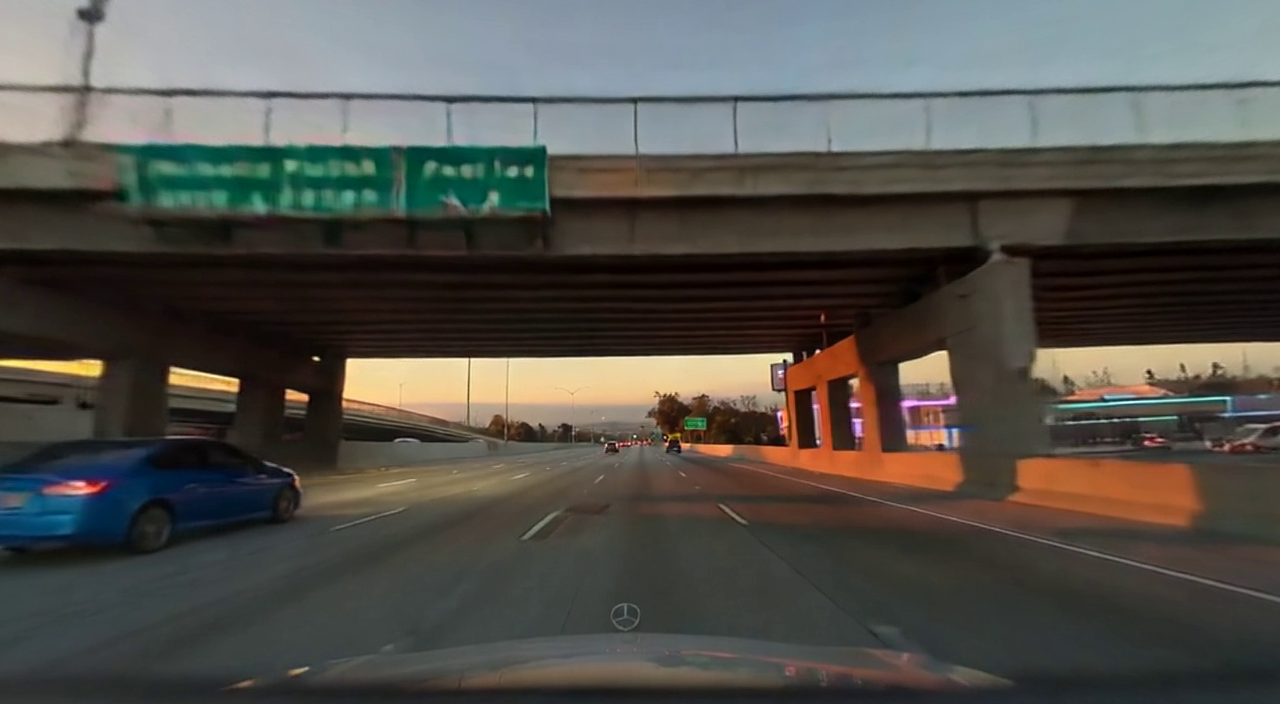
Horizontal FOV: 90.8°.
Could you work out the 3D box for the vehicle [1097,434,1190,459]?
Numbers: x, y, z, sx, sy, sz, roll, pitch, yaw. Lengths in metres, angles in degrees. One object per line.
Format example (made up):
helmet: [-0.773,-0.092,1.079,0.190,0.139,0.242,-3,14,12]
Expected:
vehicle: [35.808,6.718,44.992,4.903,1.676,1.948,0,-8,0]

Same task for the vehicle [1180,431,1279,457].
vehicle: [42.274,6.568,44.989,5.676,1.786,2.073,0,-8,0]

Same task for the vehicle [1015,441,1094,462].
vehicle: [29.342,7.047,44.763,4.323,1.411,1.781,0,-8,-1]

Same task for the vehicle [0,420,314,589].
vehicle: [-6.272,1.701,7.973,1.990,1.529,4.288,0,-8,0]
